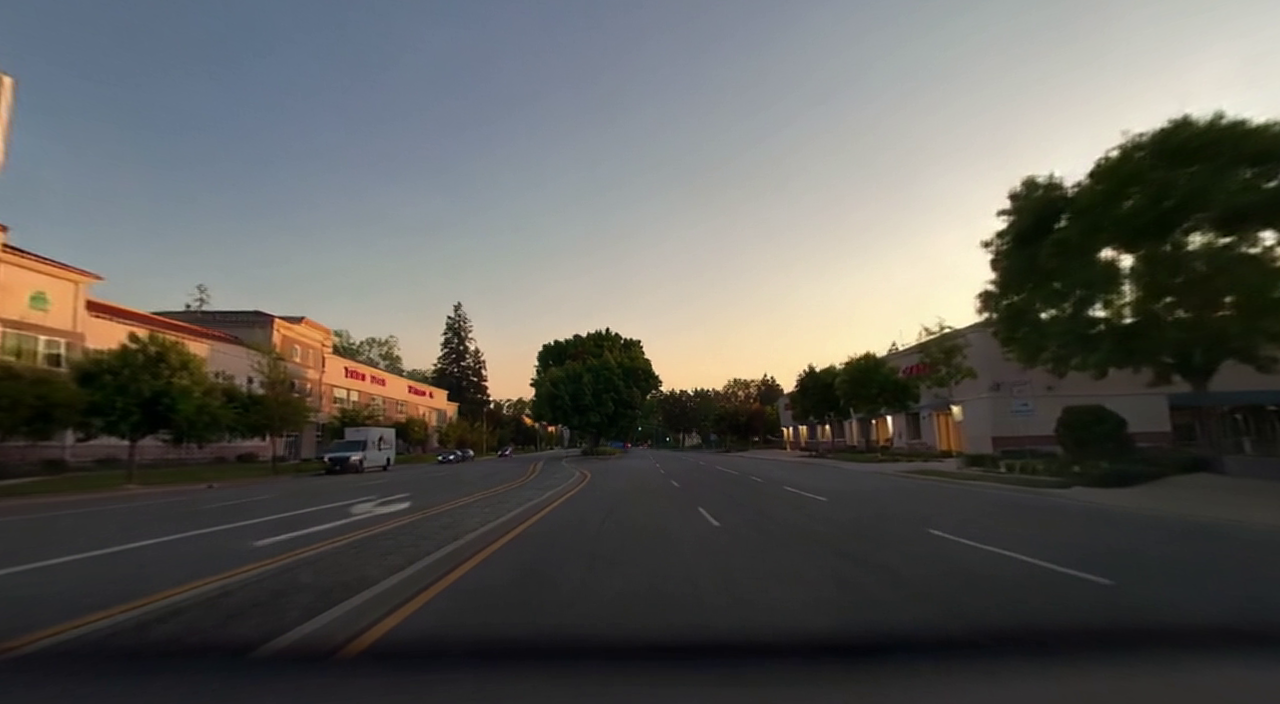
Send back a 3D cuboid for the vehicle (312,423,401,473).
[{"bbox_3d":[-19.477,6.663,43.938,2.834,3.225,6.752,0,-9,1],"label":"vehicle"}]
